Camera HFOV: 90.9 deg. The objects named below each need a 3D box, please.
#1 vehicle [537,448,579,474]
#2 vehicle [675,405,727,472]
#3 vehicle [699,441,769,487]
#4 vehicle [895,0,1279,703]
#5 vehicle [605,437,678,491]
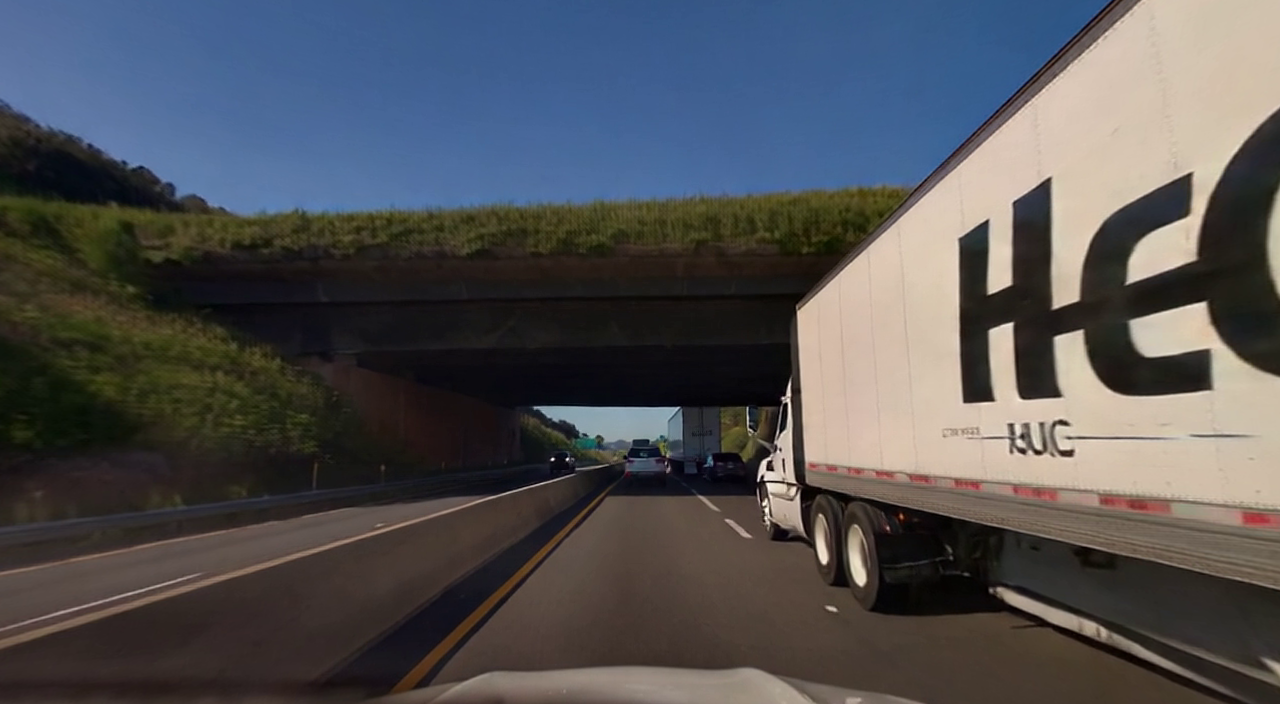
[{"bbox_3d":[-5.798,7.693,44.784,2.233,1.685,4.222,-2,-9,3],"label":"vehicle"},{"bbox_3d":[3.837,5.691,41.251,2.948,3.974,6.480,-1,-9,2],"label":"vehicle"},{"bbox_3d":[3.402,4.149,23.587,1.972,1.505,3.946,-1,-9,-1],"label":"vehicle"},{"bbox_3d":[3.000,-0.552,0.400,2.987,3.897,5.990,-1,-9,0],"label":"vehicle"},{"bbox_3d":[0.066,3.800,21.625,2.256,1.615,4.114,-1,-9,1],"label":"vehicle"}]
